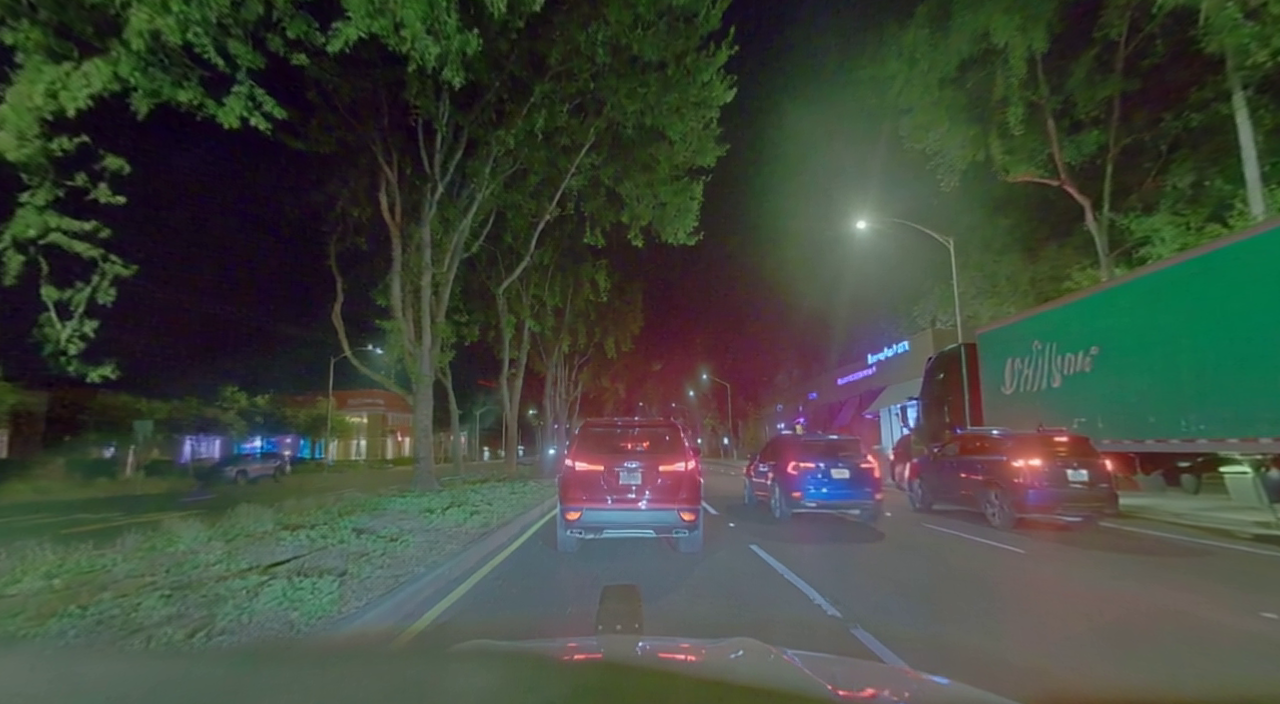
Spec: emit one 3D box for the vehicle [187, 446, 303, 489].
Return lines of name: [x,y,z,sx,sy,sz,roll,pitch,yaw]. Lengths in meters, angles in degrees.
vehicle: [-19.330,5.636,31.305,2.302,1.939,5.221,0,-9,1]

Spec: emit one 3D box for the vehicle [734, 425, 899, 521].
vehicle: [3.389,2.435,13.235,2.123,1.648,4.547,0,-9,0]

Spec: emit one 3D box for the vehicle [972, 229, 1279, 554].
vehicle: [9.986,0.352,7.237,2.879,4.284,17.334,0,-9,0]

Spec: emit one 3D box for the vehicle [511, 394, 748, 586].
vehicle: [-0.121,1.672,8.409,2.320,1.880,4.192,0,-9,-1]
